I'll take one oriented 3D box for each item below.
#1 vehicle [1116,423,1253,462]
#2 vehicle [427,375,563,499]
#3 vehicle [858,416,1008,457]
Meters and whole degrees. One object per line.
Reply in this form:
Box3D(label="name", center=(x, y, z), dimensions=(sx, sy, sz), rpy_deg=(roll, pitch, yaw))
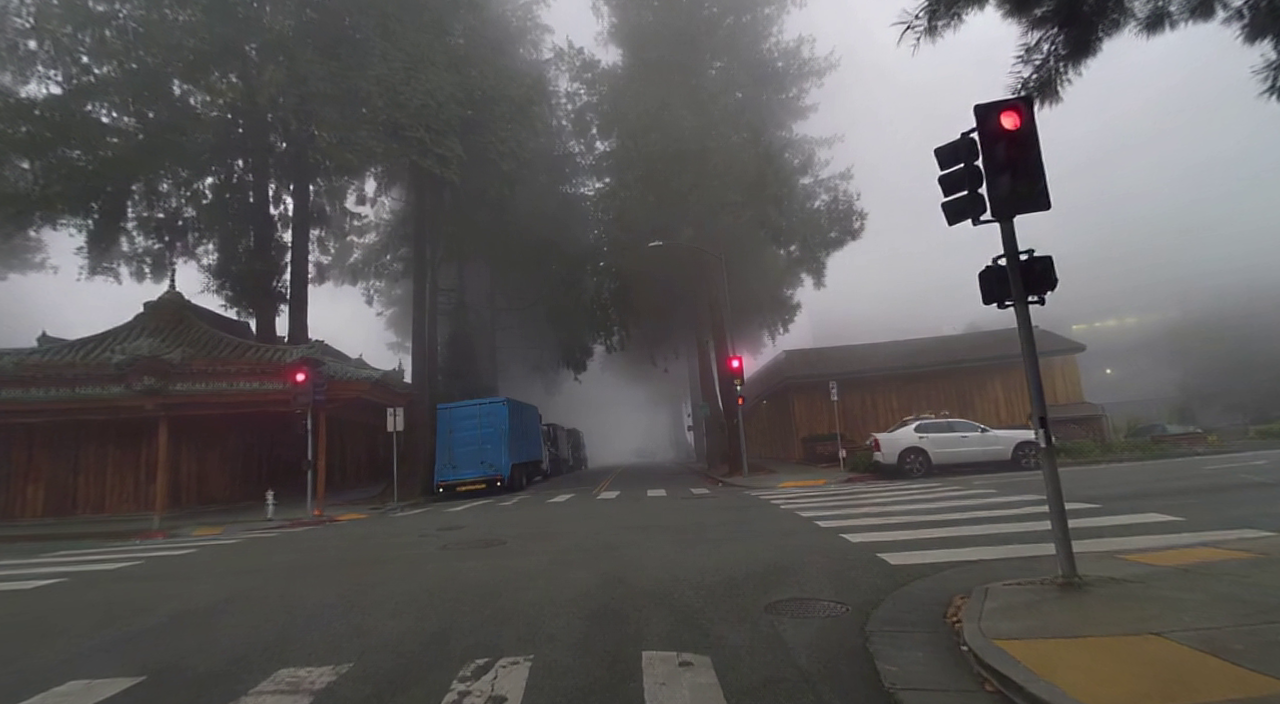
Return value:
Box3D(label="vehicle", center=(24.939, 4.166, 29.027), dimensions=(4.268, 1.695, 2.053), rpy_deg=(0, -8, 3))
Box3D(label="vehicle", center=(-5.723, 3.682, 27.141), dimensions=(3.113, 4.041, 10.284), rpy_deg=(-5, -8, 1))
Box3D(label="vehicle", center=(10.749, 3.150, 23.413), dimensions=(4.643, 1.456, 1.820), rpy_deg=(-1, -8, 5))
